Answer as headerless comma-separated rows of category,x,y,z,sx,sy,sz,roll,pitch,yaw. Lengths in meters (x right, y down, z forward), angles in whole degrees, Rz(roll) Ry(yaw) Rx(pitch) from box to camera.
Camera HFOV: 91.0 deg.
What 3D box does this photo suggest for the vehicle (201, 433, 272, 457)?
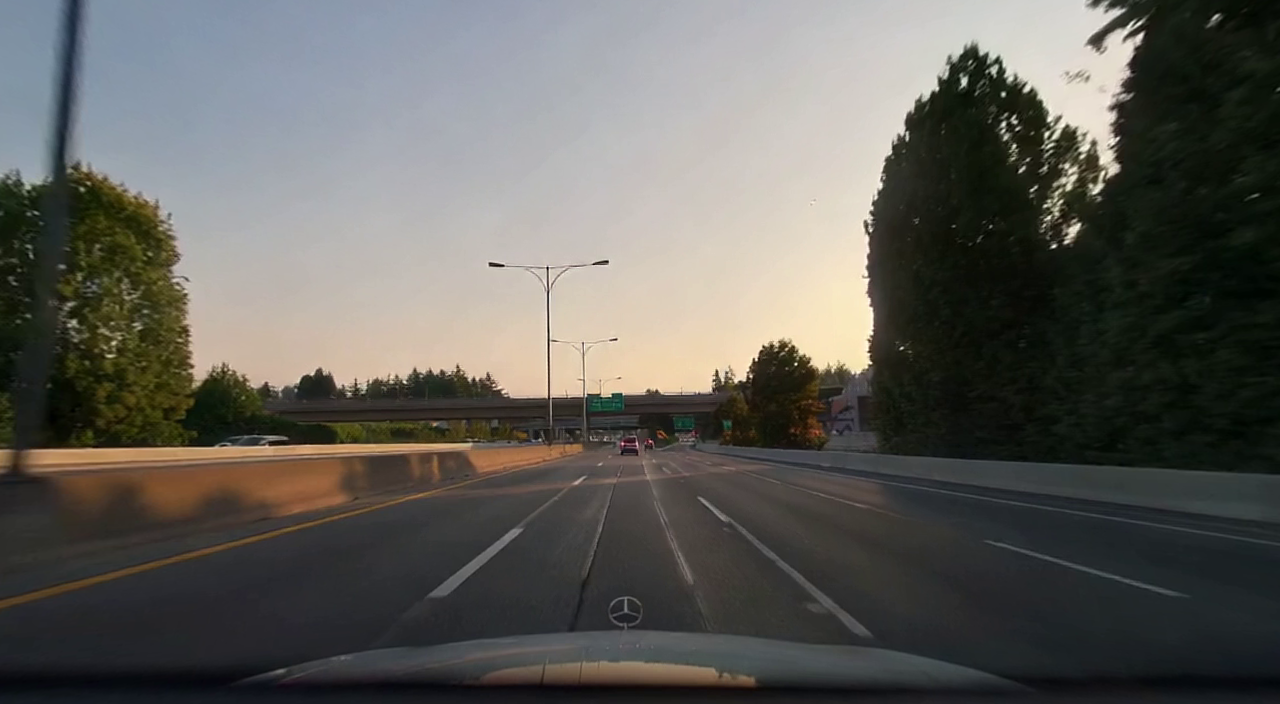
vehicle,-27.352,6.331,42.891,2.072,1.548,4.290,0,-8,-2
